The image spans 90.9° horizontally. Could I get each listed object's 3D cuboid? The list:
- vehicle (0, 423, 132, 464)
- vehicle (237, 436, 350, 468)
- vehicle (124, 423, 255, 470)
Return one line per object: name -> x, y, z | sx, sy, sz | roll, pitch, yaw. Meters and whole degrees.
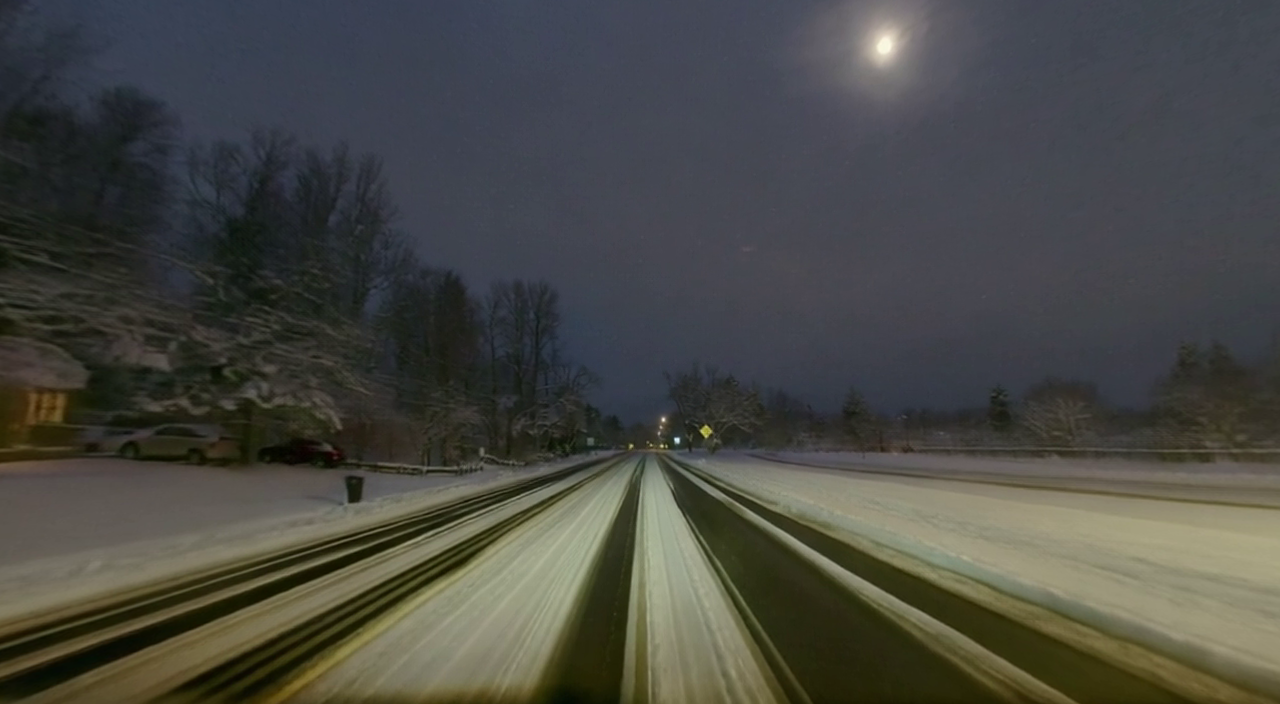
vehicle -> -26.148, 4.176, 28.763 | 4.237, 1.701, 1.881 | -2, -9, 1
vehicle -> -18.850, 5.442, 34.534 | 5.008, 1.619, 2.102 | 1, -8, -15
vehicle -> -20.193, 4.212, 28.334 | 4.511, 1.876, 2.044 | 0, -8, 10
